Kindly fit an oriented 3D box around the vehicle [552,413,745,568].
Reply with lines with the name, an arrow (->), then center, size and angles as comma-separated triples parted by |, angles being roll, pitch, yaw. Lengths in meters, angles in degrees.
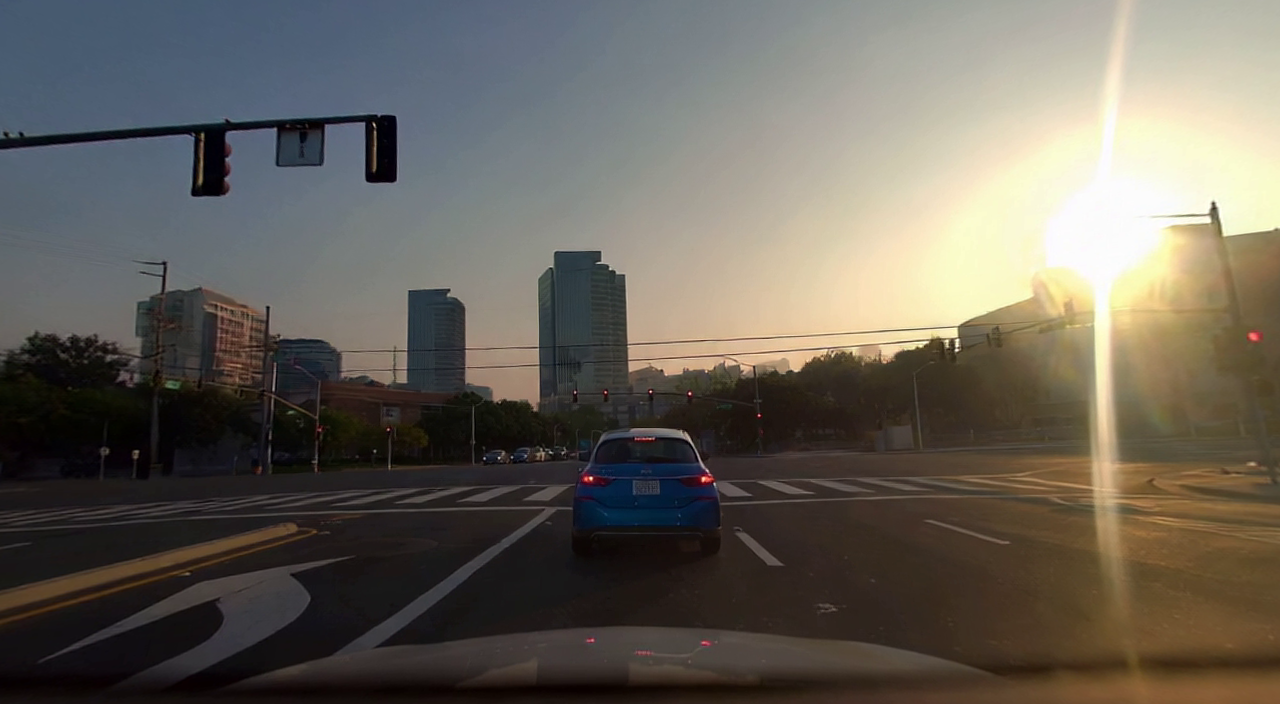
vehicle -> 0.052, 1.756, 8.708 | 2.027, 1.626, 3.942 | 0, -8, -1
